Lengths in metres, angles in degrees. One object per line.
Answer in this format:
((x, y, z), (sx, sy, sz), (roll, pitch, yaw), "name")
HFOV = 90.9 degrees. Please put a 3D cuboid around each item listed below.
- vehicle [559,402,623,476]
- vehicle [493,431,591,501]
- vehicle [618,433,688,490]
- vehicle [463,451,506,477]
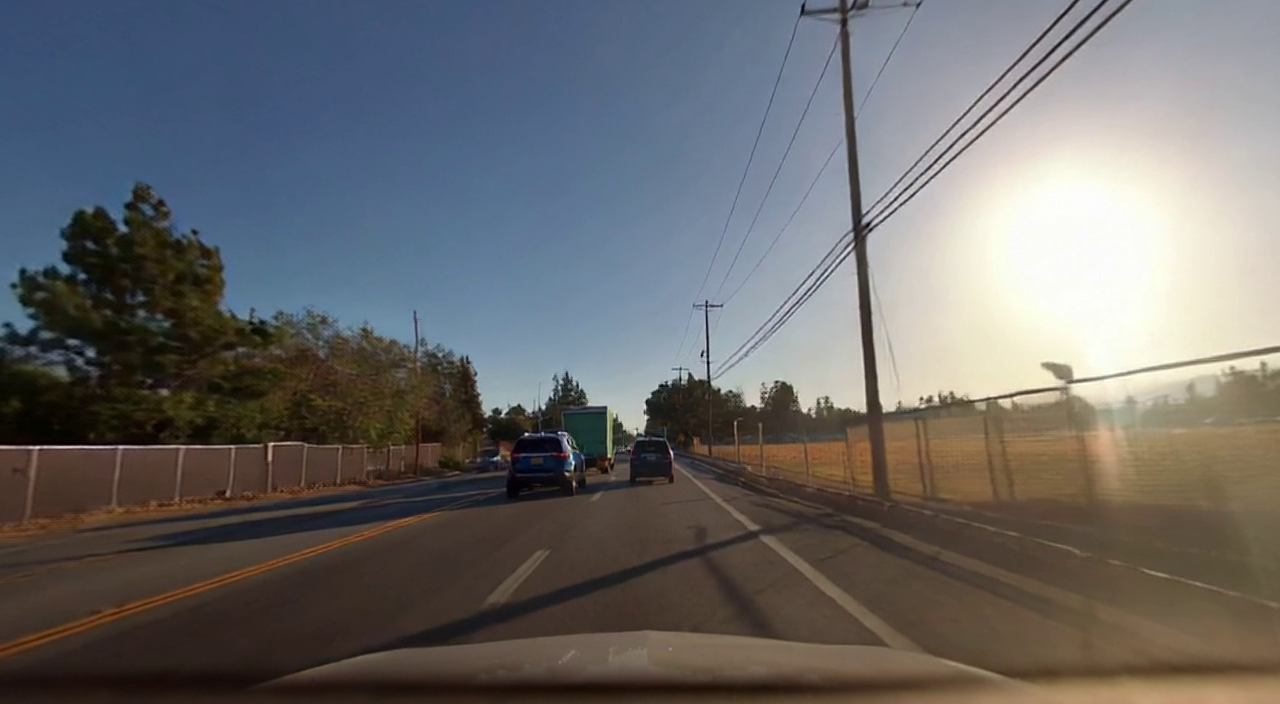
((-2.567, 5.198, 36.944), (2.928, 3.658, 10.953), (0, -9, 0), "vehicle")
((-2.797, 3.405, 19.121), (2.093, 1.832, 4.508), (0, -9, 2), "vehicle")
((0.417, 3.759, 21.838), (2.174, 1.749, 4.113), (0, -9, 0), "vehicle")
((-11.558, 8.299, 47.026), (1.959, 1.691, 4.479), (-4, -9, 1), "vehicle")
